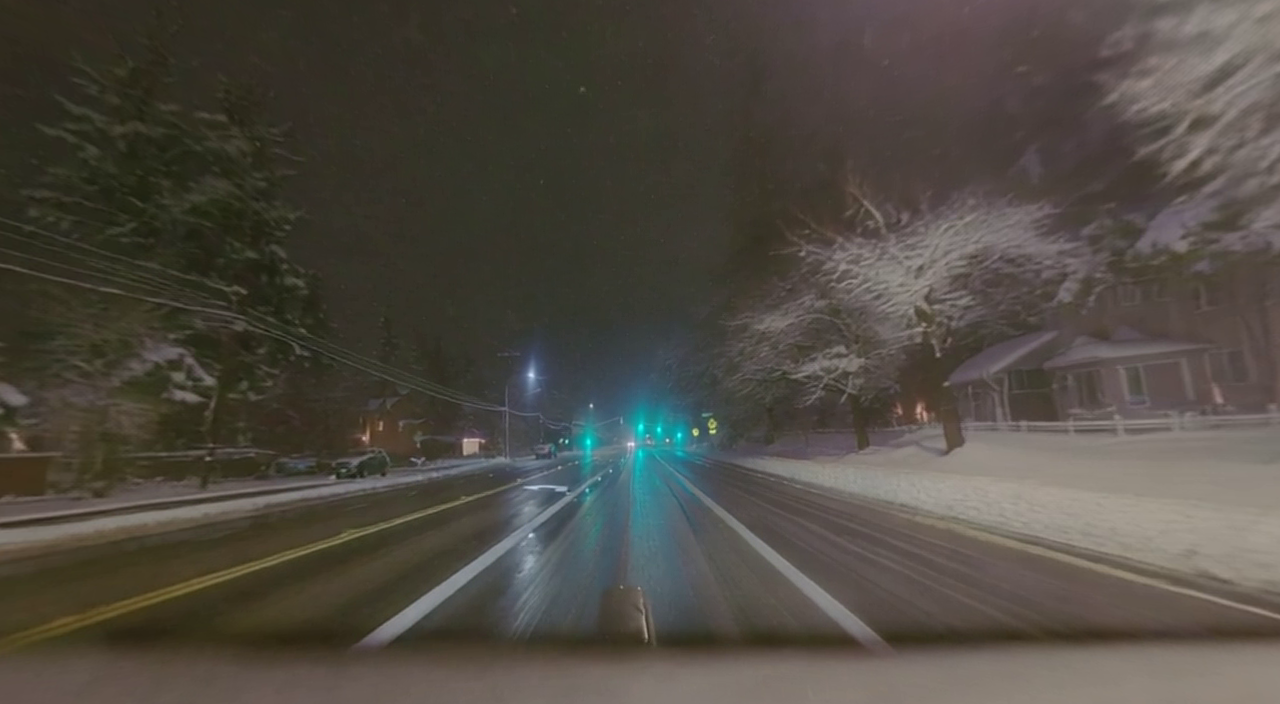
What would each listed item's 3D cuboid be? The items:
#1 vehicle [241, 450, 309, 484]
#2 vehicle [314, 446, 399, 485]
[{"bbox_3d":[-19.255,6.027,33.427,2.012,1.572,3.830,1,-8,-13],"label":"vehicle"},{"bbox_3d":[-14.229,5.678,31.923,2.199,1.592,4.492,-4,-8,1],"label":"vehicle"}]
